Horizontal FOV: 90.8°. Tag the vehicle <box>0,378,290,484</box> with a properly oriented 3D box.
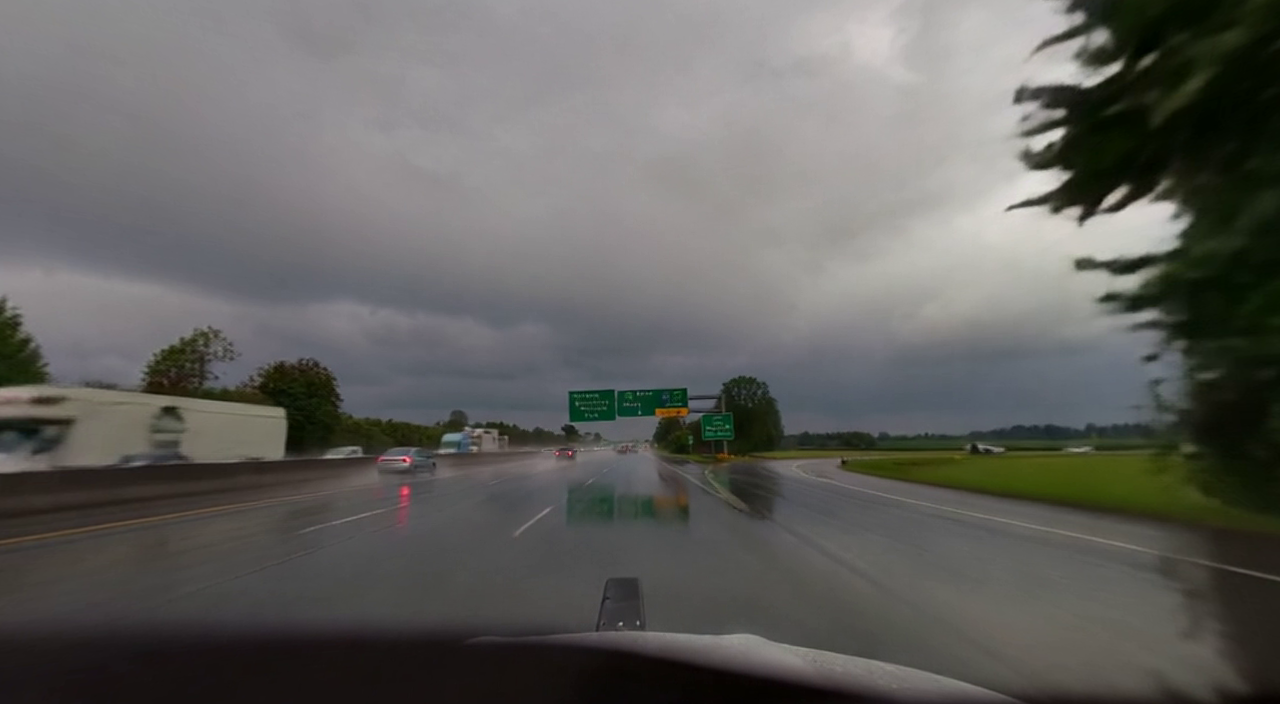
[{"bbox_3d":[-23.770,4.104,30.914,3.500,3.728,17.219,-1,-9,0],"label":"vehicle"}]

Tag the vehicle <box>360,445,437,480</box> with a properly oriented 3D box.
[{"bbox_3d":[-11.467,5.246,30.285,1.981,1.503,4.207,0,-8,1],"label":"vehicle"}]

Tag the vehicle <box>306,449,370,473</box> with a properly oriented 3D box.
[{"bbox_3d":[-19.378,6.976,40.699,2.293,1.429,3.739,0,-8,0],"label":"vehicle"}]

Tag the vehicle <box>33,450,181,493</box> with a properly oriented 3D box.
[{"bbox_3d":[-19.472,4.355,23.338,1.824,1.416,4.207,0,-9,0],"label":"vehicle"}]
